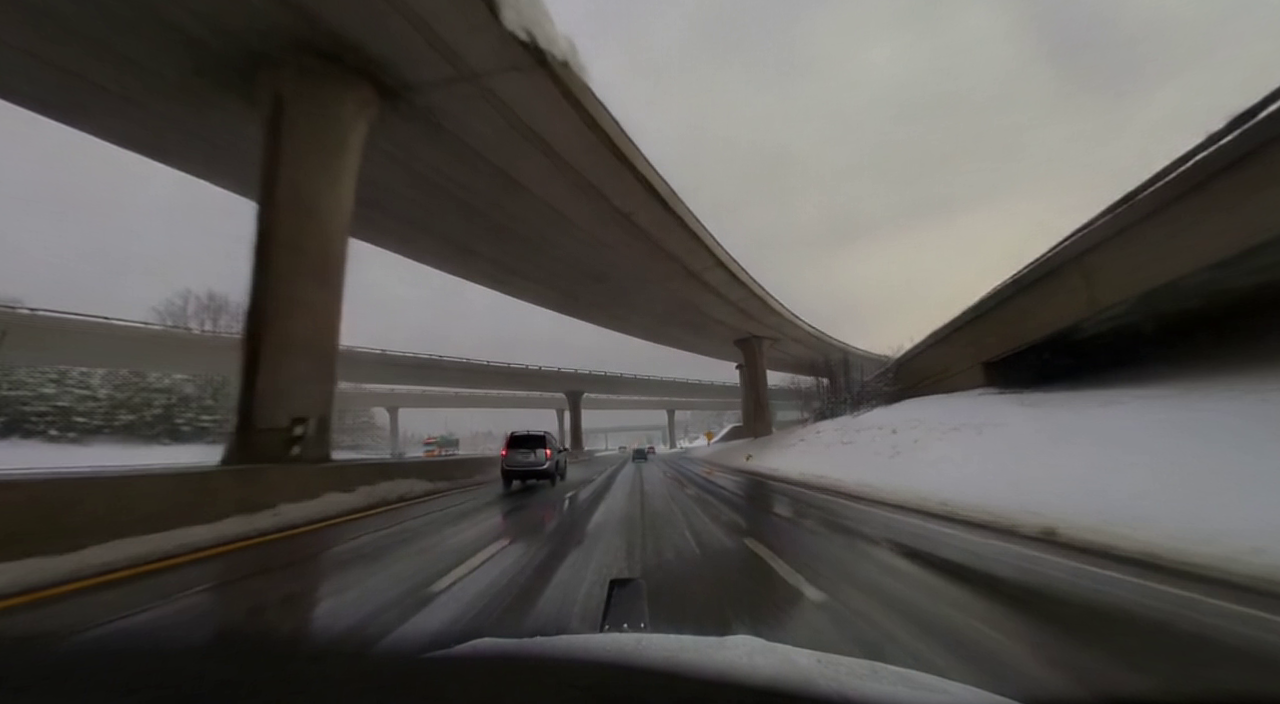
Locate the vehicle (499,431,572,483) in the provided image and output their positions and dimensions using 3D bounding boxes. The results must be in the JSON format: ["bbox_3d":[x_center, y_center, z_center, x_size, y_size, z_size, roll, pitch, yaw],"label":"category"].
[{"bbox_3d":[-4.167,4.318,26.022,2.147,1.918,4.834,0,-9,0],"label":"vehicle"}]

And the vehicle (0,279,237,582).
[{"bbox_3d":[-7.620,0.658,5.464,2.872,2.890,7.923,0,-9,1],"label":"vehicle"}]

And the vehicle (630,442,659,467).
[{"bbox_3d":[0.267,7.500,46.070,2.052,1.711,4.223,0,-9,-1],"label":"vehicle"}]
